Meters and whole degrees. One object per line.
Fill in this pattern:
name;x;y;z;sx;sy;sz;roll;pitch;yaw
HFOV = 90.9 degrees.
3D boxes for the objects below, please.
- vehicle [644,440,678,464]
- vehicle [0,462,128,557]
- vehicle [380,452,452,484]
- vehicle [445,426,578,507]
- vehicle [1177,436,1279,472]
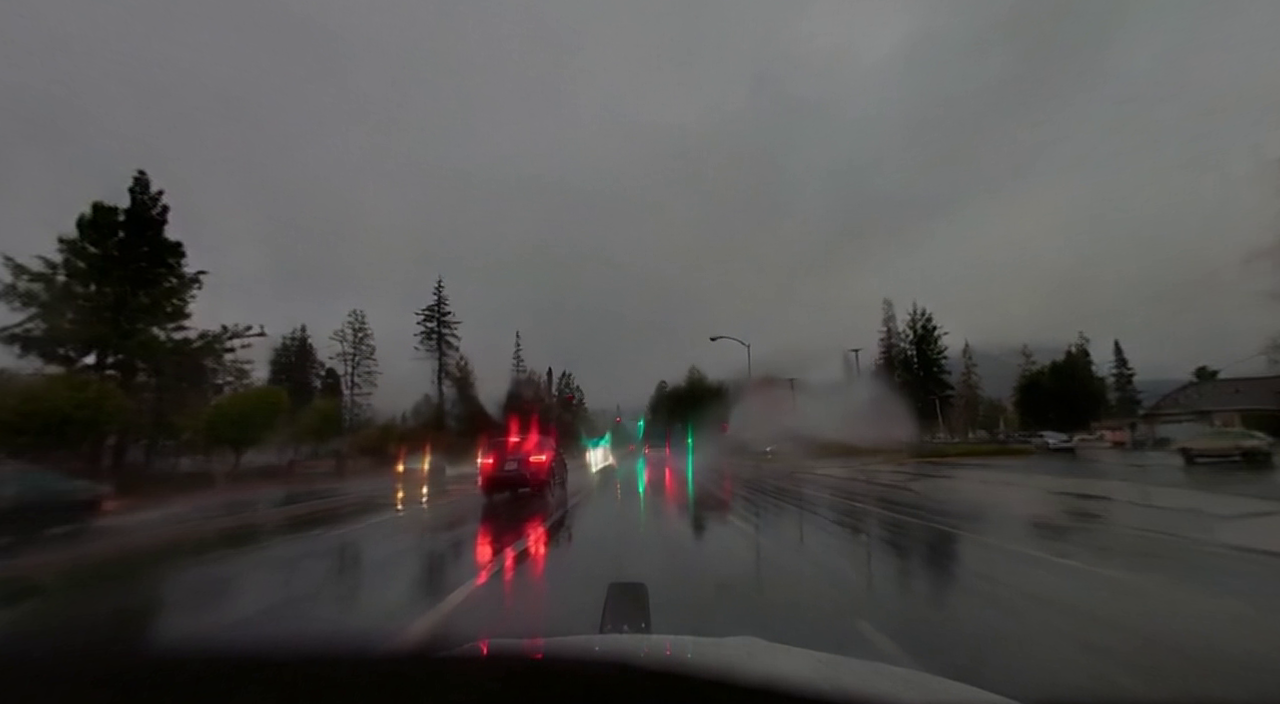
vehicle;1.580;7.885;49.865;2.437;1.737;4.420;0;-8;-2
vehicle;-11.722;2.736;10.867;1.952;1.500;4.543;-1;-8;0
vehicle;-11.606;6.009;33.019;1.915;1.493;4.782;-1;-8;1
vehicle;-3.250;3.058;17.371;2.459;1.825;5.380;-1;-8;1
vehicle;29.079;4.899;30.622;1.849;1.466;4.449;-5;-8;-1
